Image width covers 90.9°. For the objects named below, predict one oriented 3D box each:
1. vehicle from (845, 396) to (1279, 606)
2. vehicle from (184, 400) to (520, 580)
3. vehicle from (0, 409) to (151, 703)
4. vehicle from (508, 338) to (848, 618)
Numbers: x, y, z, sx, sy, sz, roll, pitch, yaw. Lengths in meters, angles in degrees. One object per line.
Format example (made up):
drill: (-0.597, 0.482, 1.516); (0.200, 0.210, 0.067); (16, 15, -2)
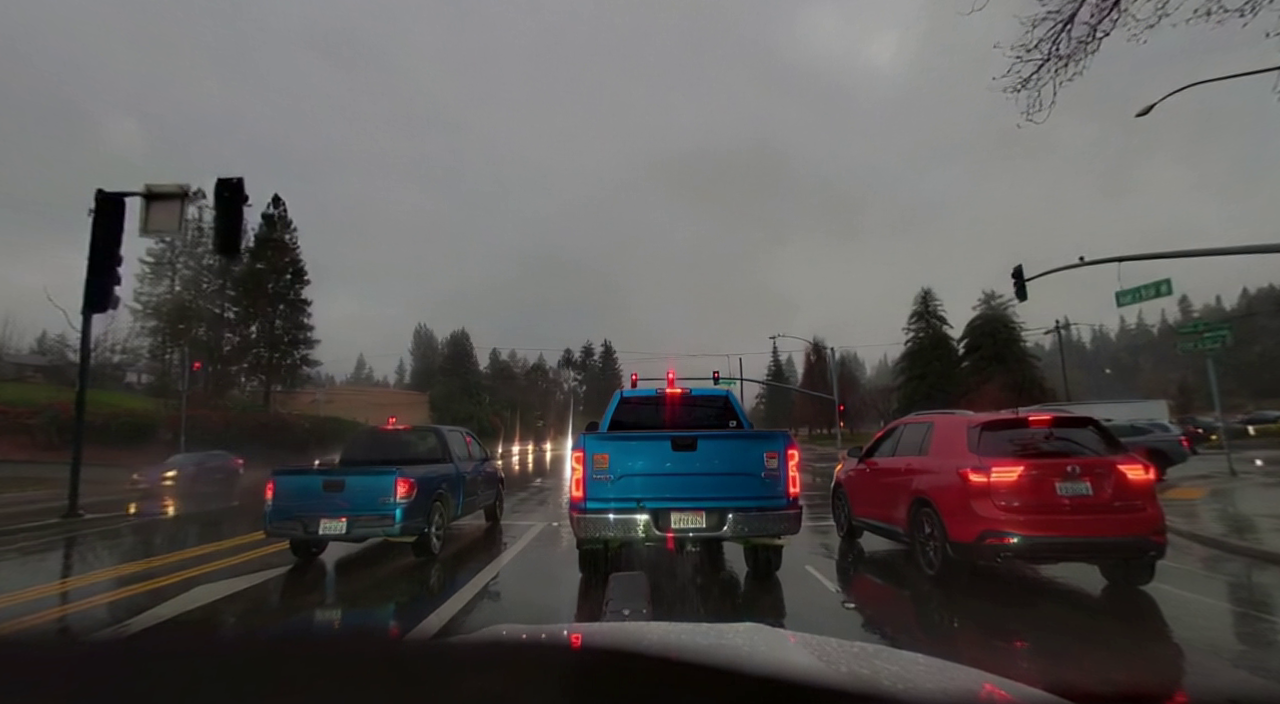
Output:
vehicle: (4.049, 1.498, 7.186); (1.984, 1.659, 4.226); (0, -8, 0)
vehicle: (-3.289, 1.694, 8.584); (2.125, 1.739, 4.707); (0, -8, 3)
vehicle: (-3.388, 0.708, 0.647); (1.998, 1.481, 4.656); (0, -8, 1)
vehicle: (0.323, 1.271, 7.150); (2.505, 2.084, 4.768); (0, -8, 1)
